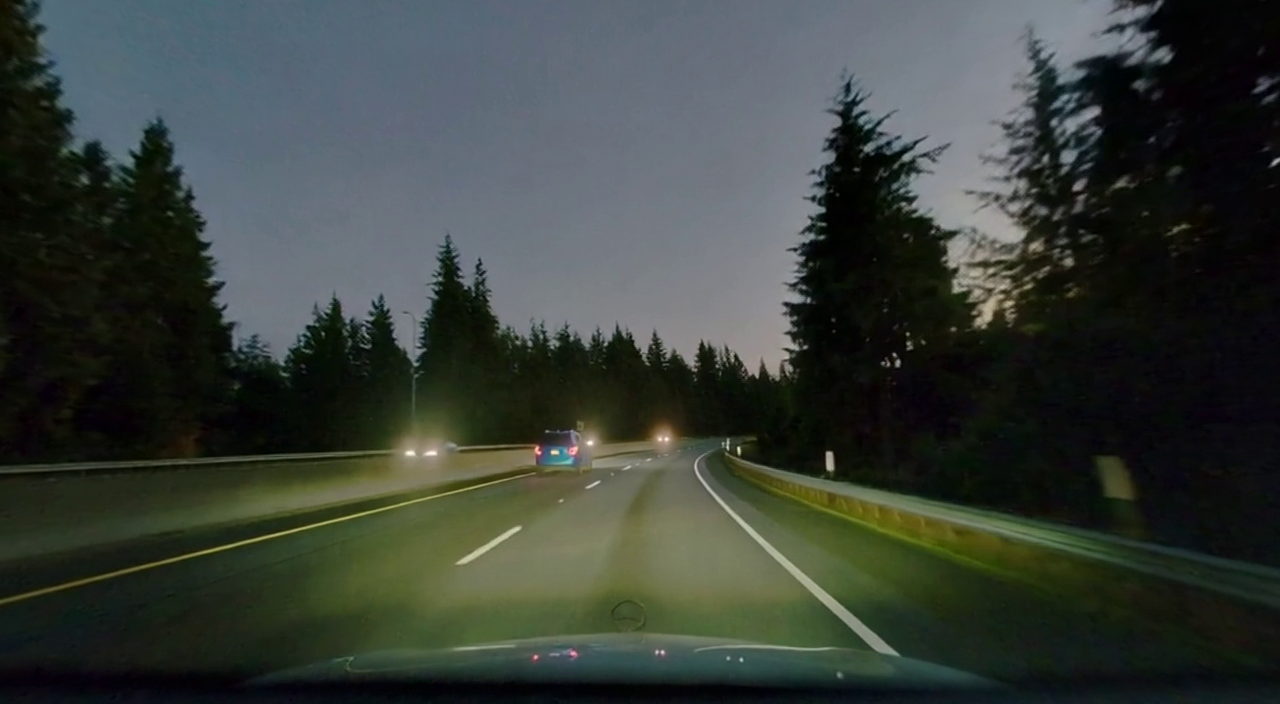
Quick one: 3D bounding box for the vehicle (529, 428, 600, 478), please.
[{"bbox_3d":[-2.848,3.936,24.897,2.005,1.752,4.479,-1,-8,4],"label":"vehicle"}]
